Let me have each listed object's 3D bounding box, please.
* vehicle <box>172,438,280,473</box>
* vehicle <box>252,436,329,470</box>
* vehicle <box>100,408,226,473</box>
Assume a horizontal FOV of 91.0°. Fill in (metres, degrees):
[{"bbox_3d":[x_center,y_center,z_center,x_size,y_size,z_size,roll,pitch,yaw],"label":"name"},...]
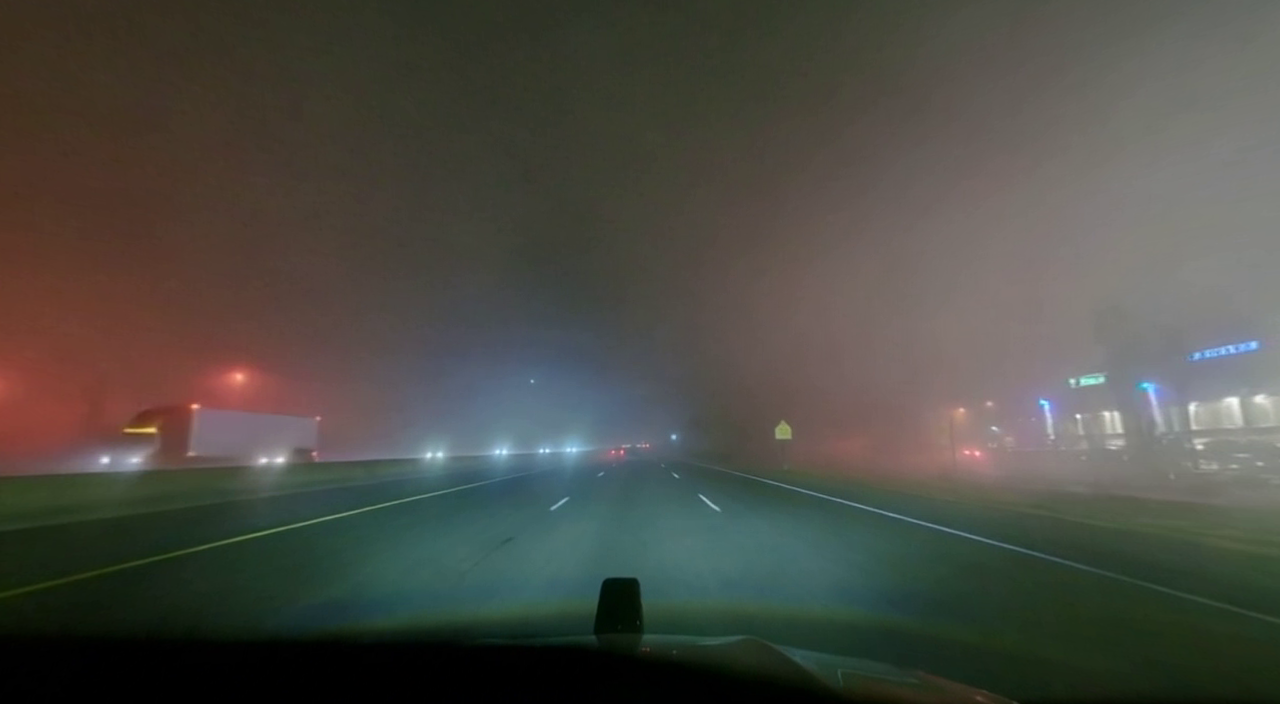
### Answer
[{"bbox_3d":[-24.722,6.212,37.962,2.324,1.919,5.995,0,-9,1],"label":"vehicle"},{"bbox_3d":[-24.725,7.153,44.804,2.424,2.250,5.146,0,-9,1],"label":"vehicle"},{"bbox_3d":[-31.901,6.001,42.580,2.962,3.983,6.703,0,-9,1],"label":"vehicle"}]
